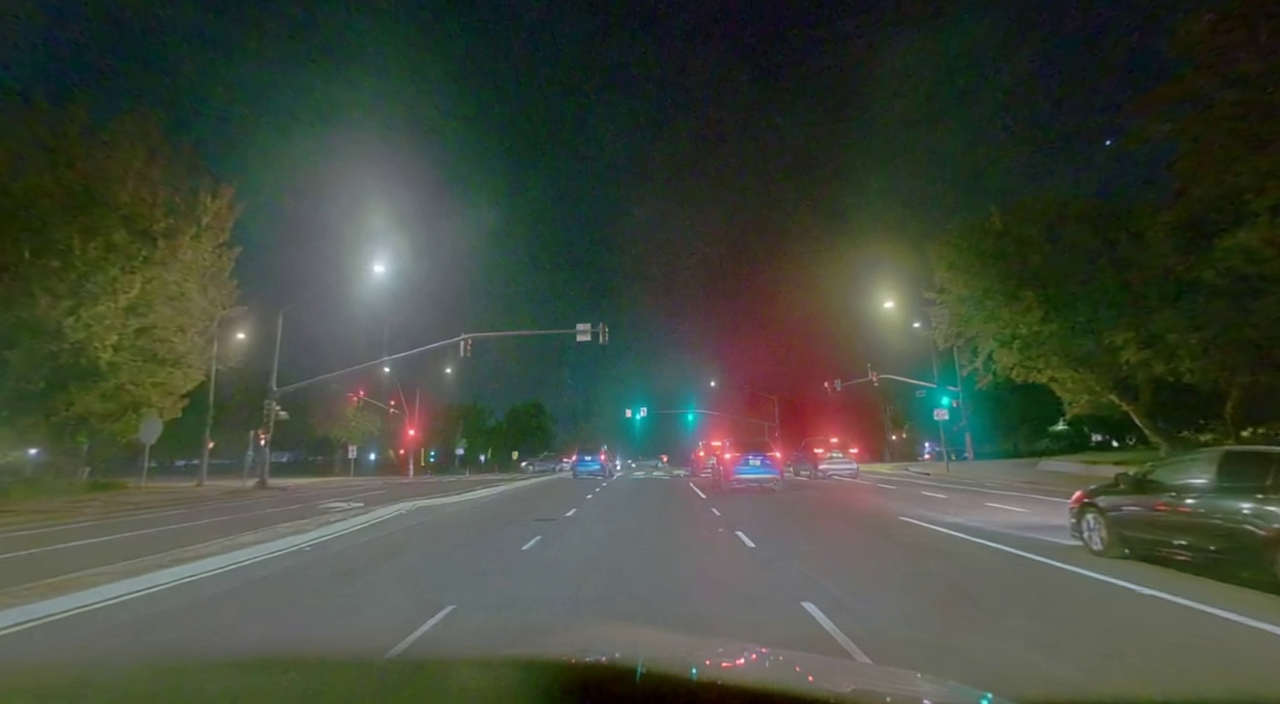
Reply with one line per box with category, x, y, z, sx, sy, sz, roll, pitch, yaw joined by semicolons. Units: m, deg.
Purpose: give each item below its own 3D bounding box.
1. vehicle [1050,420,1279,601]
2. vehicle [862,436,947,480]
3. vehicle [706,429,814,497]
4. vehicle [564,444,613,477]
vehicle;6.325;1.404;5.809;1.946;1.495;4.758;0;-8;1
vehicle;11.613;4.670;28.086;1.971;1.746;4.271;0;-9;1
vehicle;3.322;3.211;18.655;2.247;1.738;4.818;0;-8;0
vehicle;-2.463;5.340;31.289;1.969;1.513;3.773;-1;-9;3
